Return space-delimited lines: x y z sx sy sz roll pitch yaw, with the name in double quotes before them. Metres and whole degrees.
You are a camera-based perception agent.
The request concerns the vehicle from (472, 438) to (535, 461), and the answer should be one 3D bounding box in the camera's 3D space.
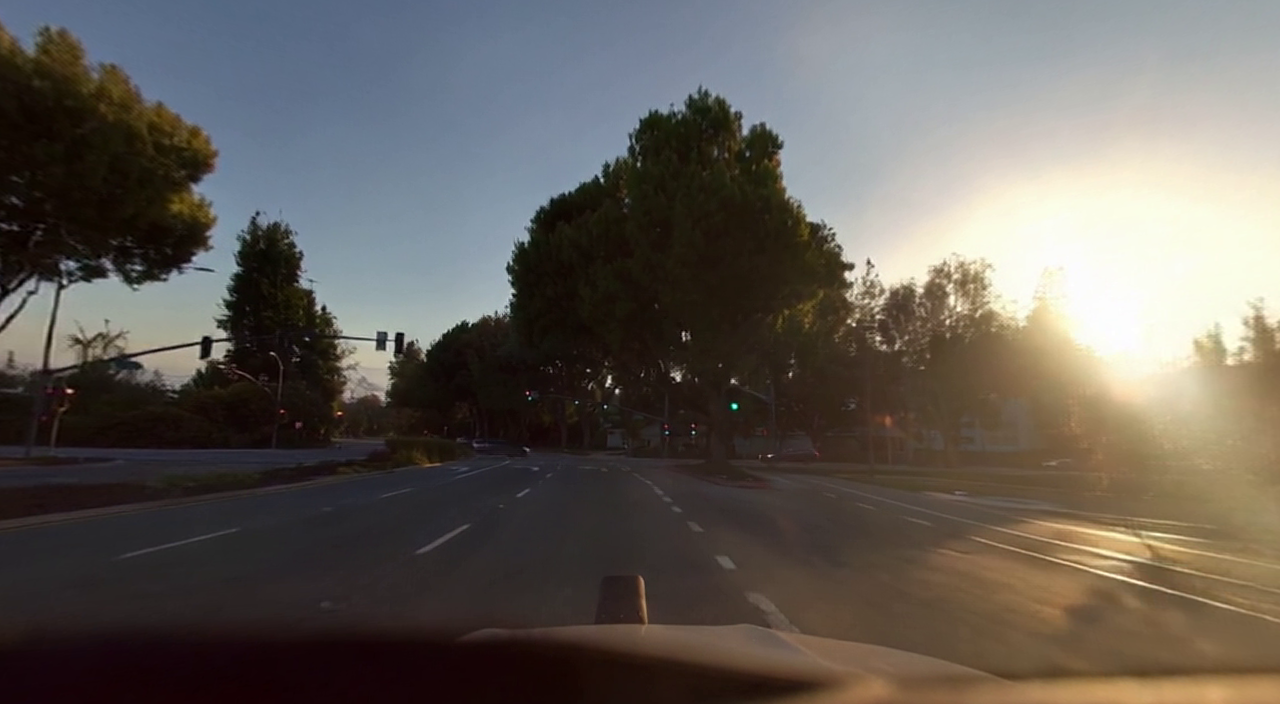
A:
"vehicle" -10.494 7.467 48.569 4.605 1.665 1.888 2 -9 -14
